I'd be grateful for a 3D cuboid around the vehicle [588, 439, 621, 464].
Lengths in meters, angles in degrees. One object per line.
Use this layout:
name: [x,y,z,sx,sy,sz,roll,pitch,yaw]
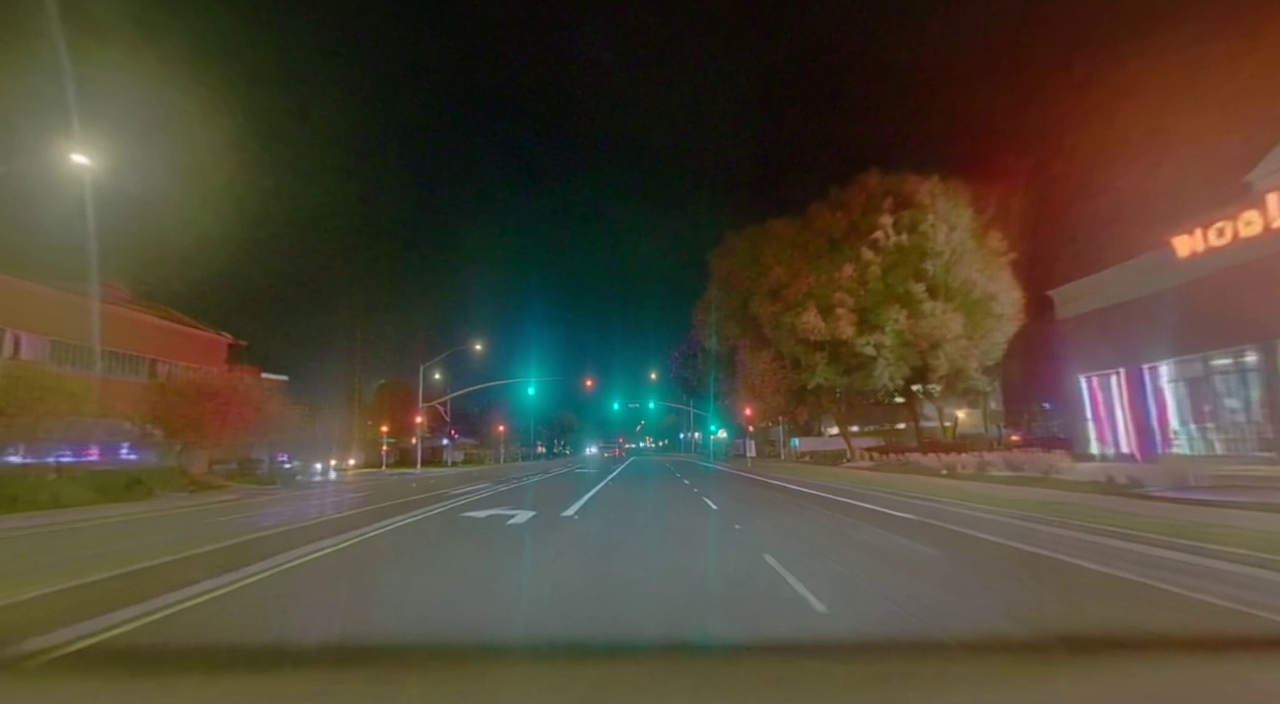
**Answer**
vehicle: [-2.653,7.634,48.644,2.250,1.791,4.300,0,-8,1]
